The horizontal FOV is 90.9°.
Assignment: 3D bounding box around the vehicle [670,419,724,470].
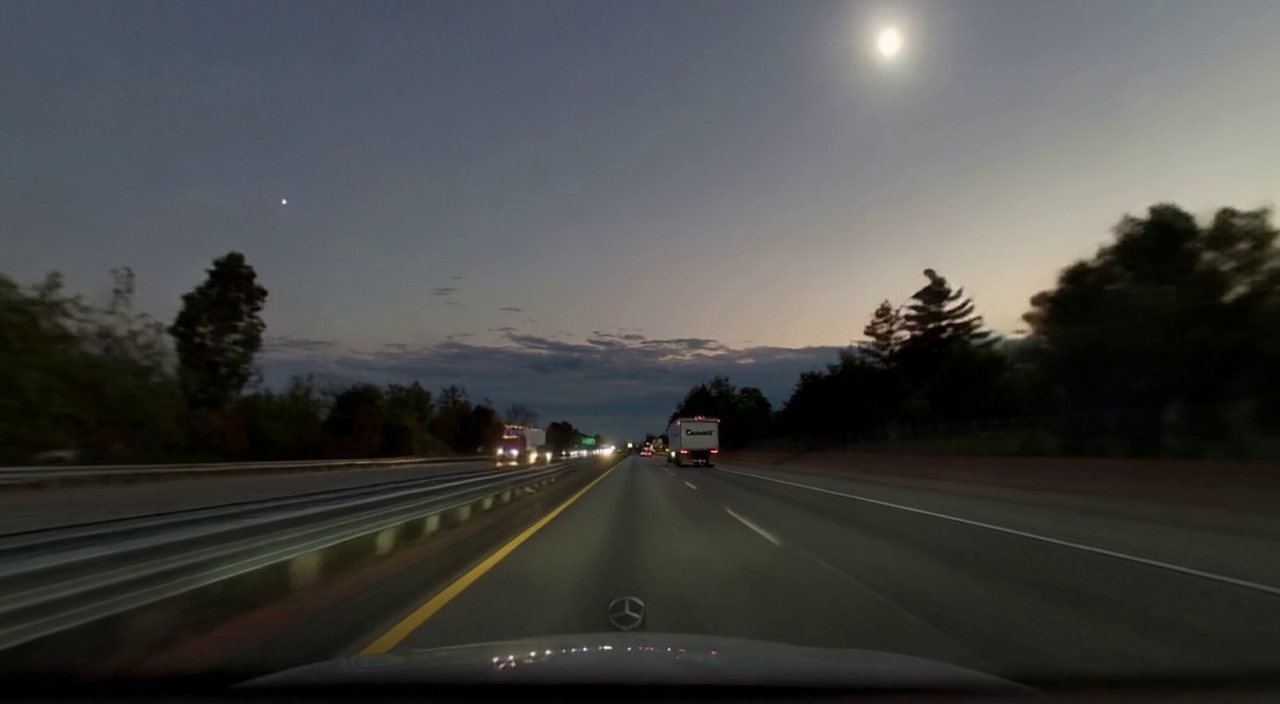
[{"bbox_3d":[4.137,7.220,48.782,2.876,3.419,11.591,0,-9,-1],"label":"vehicle"}]
